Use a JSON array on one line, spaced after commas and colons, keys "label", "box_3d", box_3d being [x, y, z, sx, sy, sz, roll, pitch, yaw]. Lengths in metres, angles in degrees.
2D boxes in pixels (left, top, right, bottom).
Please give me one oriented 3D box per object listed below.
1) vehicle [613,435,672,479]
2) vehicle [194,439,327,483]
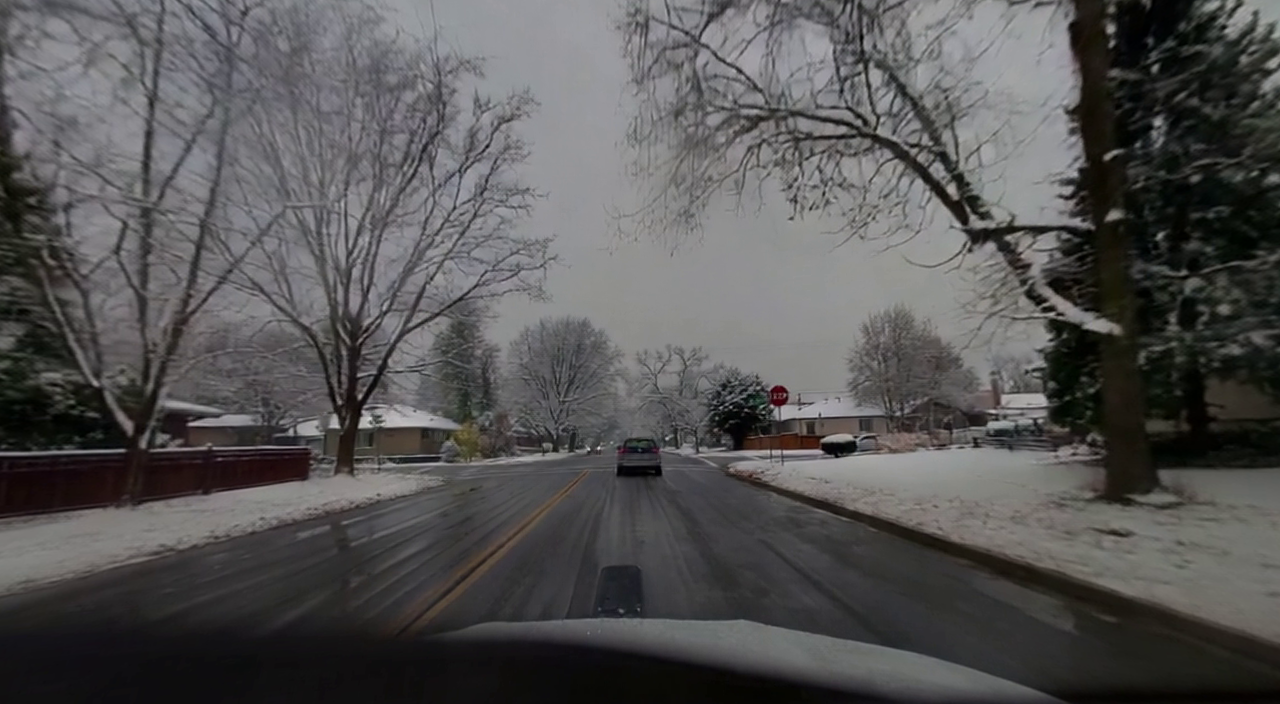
[{"label": "vehicle", "box_3d": [0.036, 3.957, 23.916, 2.043, 1.484, 4.340, 0, -9, -2]}, {"label": "vehicle", "box_3d": [-20.771, 6.020, 34.727, 5.796, 1.946, 2.391, -4, -10, -2]}]
